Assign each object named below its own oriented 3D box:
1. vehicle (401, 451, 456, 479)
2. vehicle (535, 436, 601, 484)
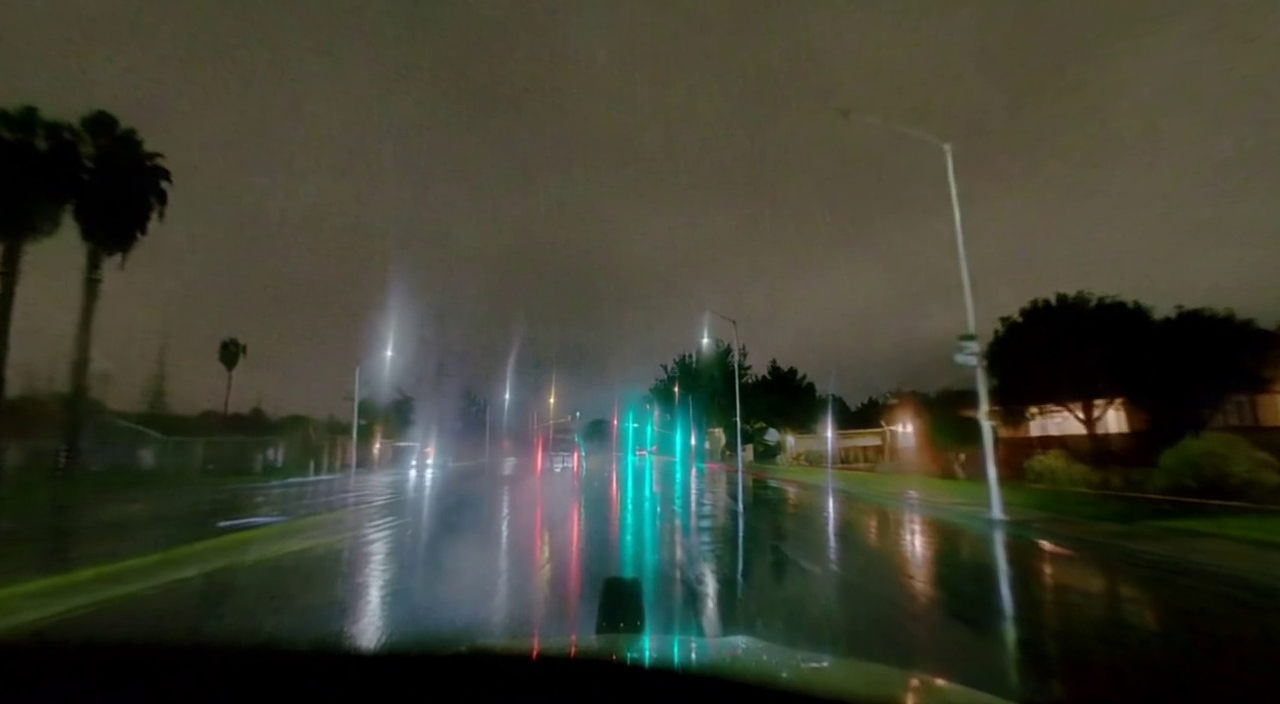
[{"bbox_3d":[-14.253,7.595,42.707,2.022,1.756,4.670,0,-9,1],"label":"vehicle"},{"bbox_3d":[-3.196,4.990,29.350,2.370,1.968,5.698,0,-9,0],"label":"vehicle"}]
